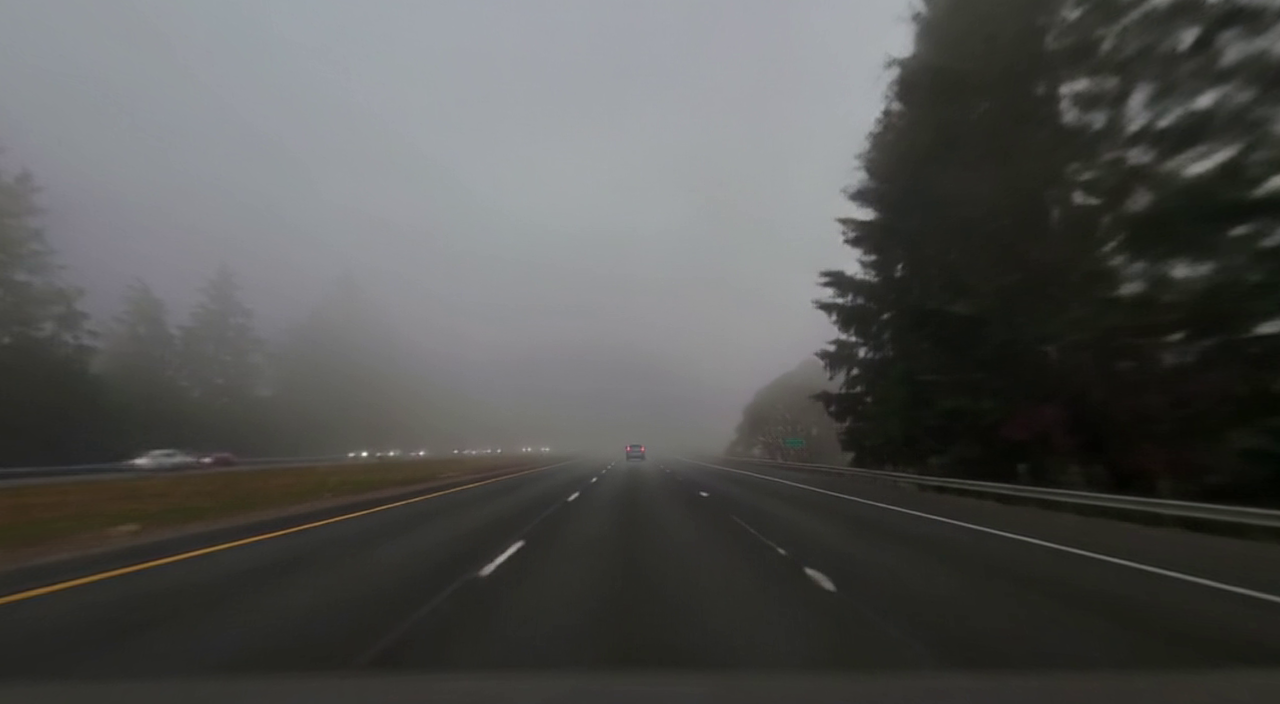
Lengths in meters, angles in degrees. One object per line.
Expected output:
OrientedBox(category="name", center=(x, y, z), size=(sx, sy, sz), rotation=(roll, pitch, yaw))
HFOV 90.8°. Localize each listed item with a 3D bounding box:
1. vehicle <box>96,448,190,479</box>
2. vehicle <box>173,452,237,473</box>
OrientedBox(category="vehicle", center=(-28.342, 6.342, 36.240), size=(1.847, 1.617, 4.365), rotation=(0, -9, 0))
OrientedBox(category="vehicle", center=(-32.606, 8.272, 47.502), size=(1.805, 1.464, 4.189), rotation=(0, -9, 0))
